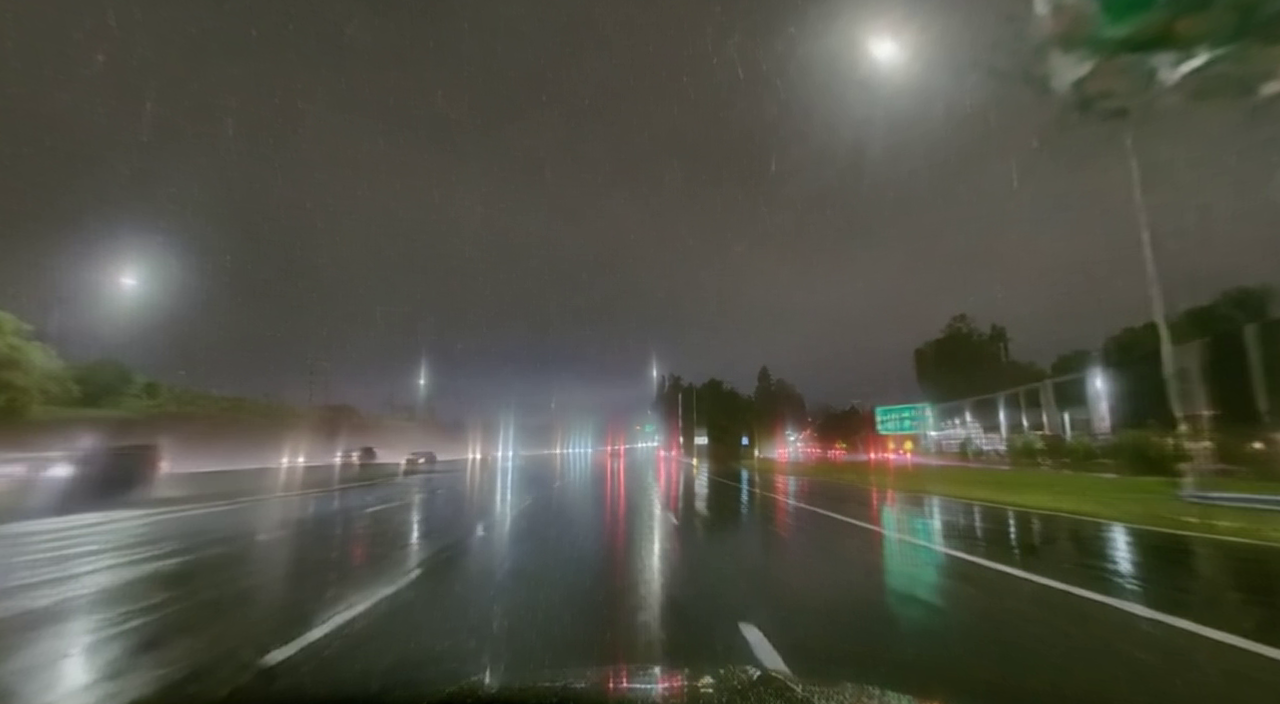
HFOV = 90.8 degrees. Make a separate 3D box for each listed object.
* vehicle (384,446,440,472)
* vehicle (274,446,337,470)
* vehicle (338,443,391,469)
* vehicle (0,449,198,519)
[{"bbox_3d":[-13.806,6.505,38.530,1.903,1.484,4.320,0,-9,-1],"label":"vehicle"},{"bbox_3d":[-24.275,7.704,46.069,2.085,1.655,4.713,0,-9,-2],"label":"vehicle"},{"bbox_3d":[-20.421,7.700,47.013,1.926,1.769,4.800,0,-9,-2],"label":"vehicle"},{"bbox_3d":[-13.219,3.108,15.396,1.881,1.427,4.211,0,-9,-1],"label":"vehicle"}]
